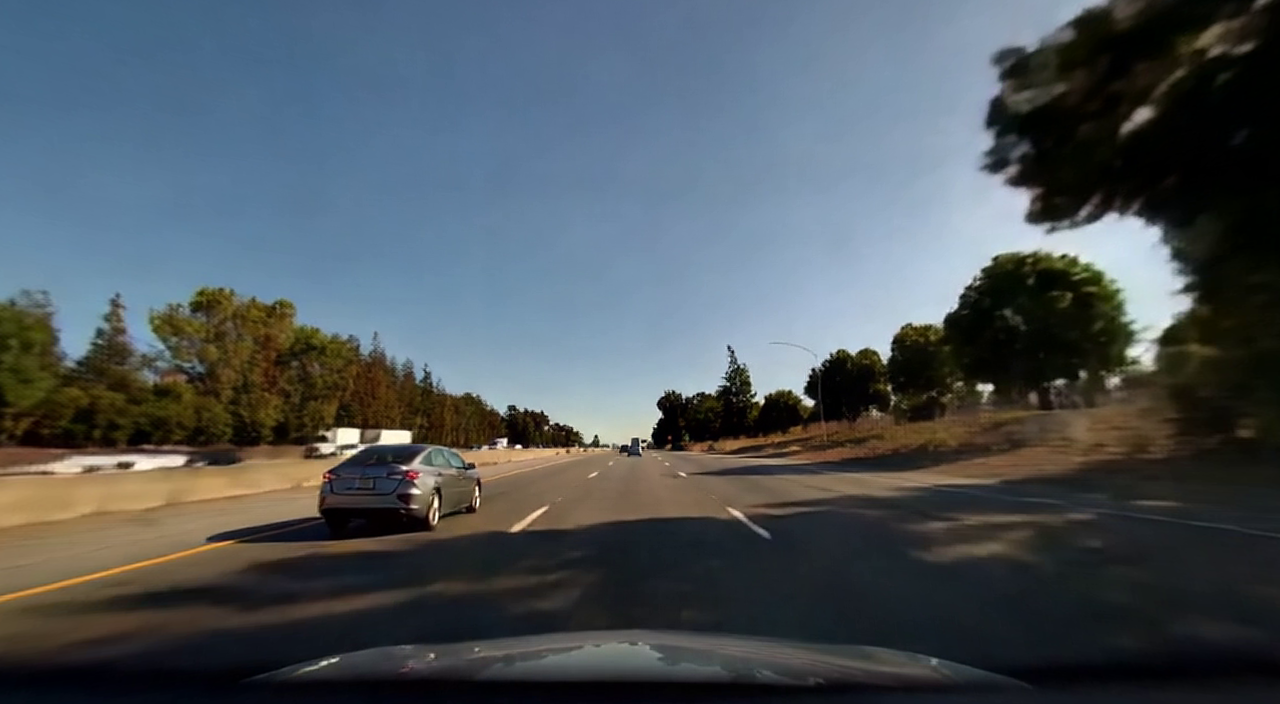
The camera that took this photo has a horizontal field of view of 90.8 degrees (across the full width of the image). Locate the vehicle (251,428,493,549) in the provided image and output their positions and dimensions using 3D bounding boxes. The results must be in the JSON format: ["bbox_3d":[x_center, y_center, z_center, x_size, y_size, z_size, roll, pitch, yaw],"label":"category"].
[{"bbox_3d":[-3.980,2.086,10.386,2.050,1.547,4.266,0,-8,1],"label":"vehicle"}]
